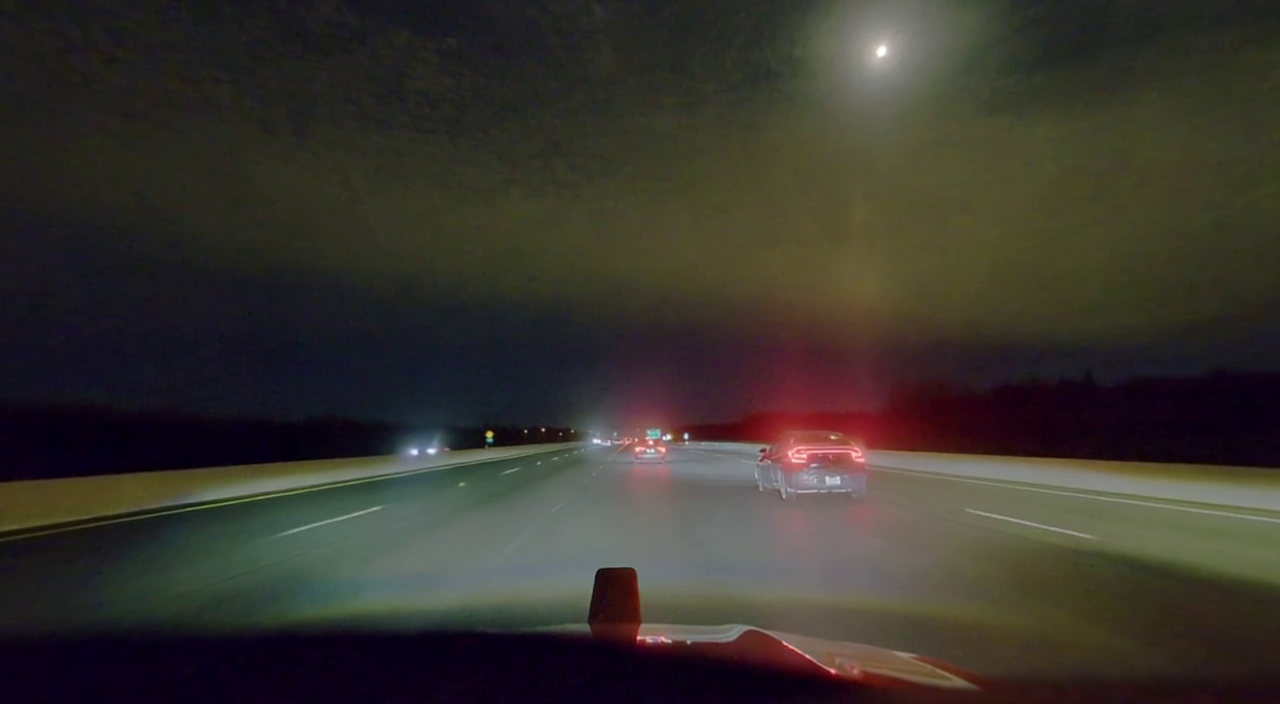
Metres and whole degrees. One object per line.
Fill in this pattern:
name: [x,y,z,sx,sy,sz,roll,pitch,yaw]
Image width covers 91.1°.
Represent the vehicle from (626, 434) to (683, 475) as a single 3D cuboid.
vehicle: [0.479,3.964,24.693,2.046,1.467,3.844,0,-8,-1]
